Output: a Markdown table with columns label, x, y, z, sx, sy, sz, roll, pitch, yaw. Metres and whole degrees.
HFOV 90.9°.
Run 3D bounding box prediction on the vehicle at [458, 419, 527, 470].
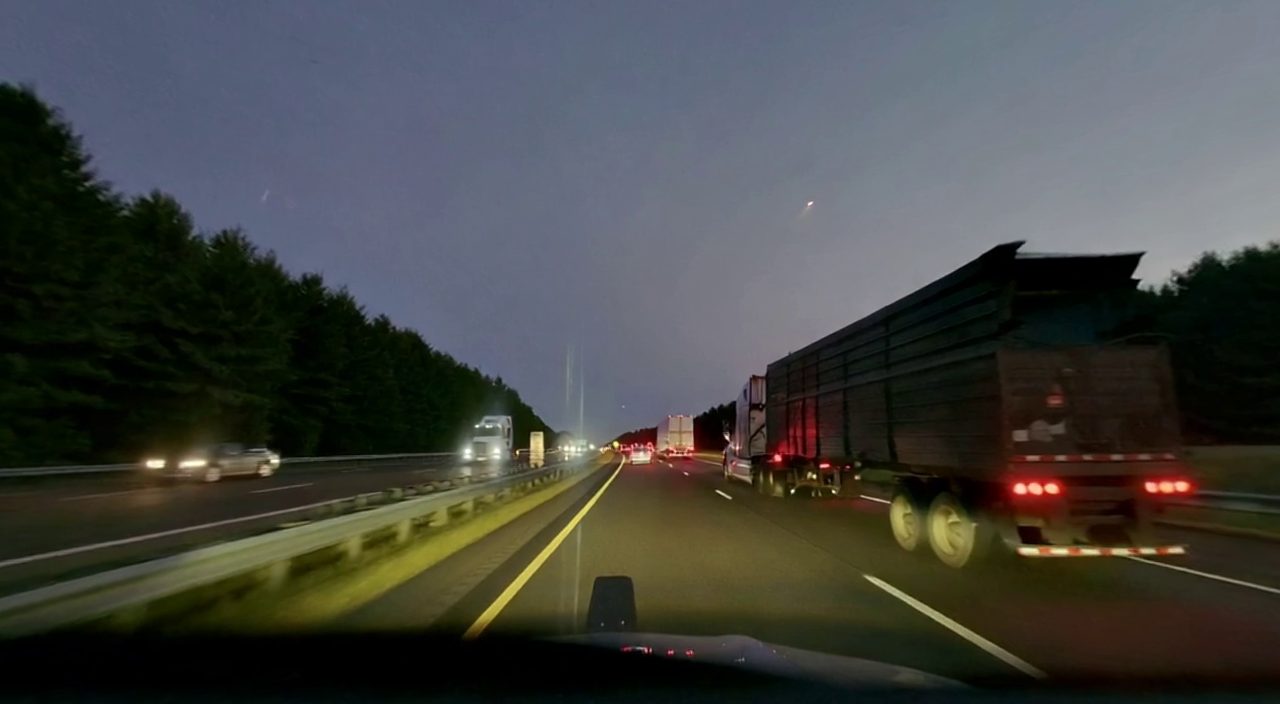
| label | x | y | z | sx | sy | sz | roll | pitch | yaw |
| --- | --- | --- | --- | --- | --- | --- | --- | --- | --- |
| vehicle | -9.025 | 5.817 | 39.416 | 2.632 | 2.884 | 7.040 | 0 | -9 | 0 |

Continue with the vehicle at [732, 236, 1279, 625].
| label | x | y | z | sx | sy | sz | roll | pitch | yaw |
| --- | --- | --- | --- | --- | --- | --- | --- | --- | --- |
| vehicle | 4.546 | 1.743 | 12.929 | 2.867 | 3.571 | 14.305 | 0 | -9 | -1 |

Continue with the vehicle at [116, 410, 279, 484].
| label | x | y | z | sx | sy | sz | roll | pitch | yaw |
| --- | --- | --- | --- | --- | --- | --- | --- | --- | --- |
| vehicle | -17.314 | 3.802 | 25.174 | 2.352 | 2.601 | 5.466 | 0 | -9 | 2 |

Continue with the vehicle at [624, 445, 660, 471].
| label | x | y | z | sx | sy | sz | roll | pitch | yaw |
| --- | --- | --- | --- | --- | --- | --- | --- | --- | --- |
| vehicle | 0.065 | 6.569 | 39.138 | 2.051 | 1.513 | 4.511 | 0 | -9 | -1 |
